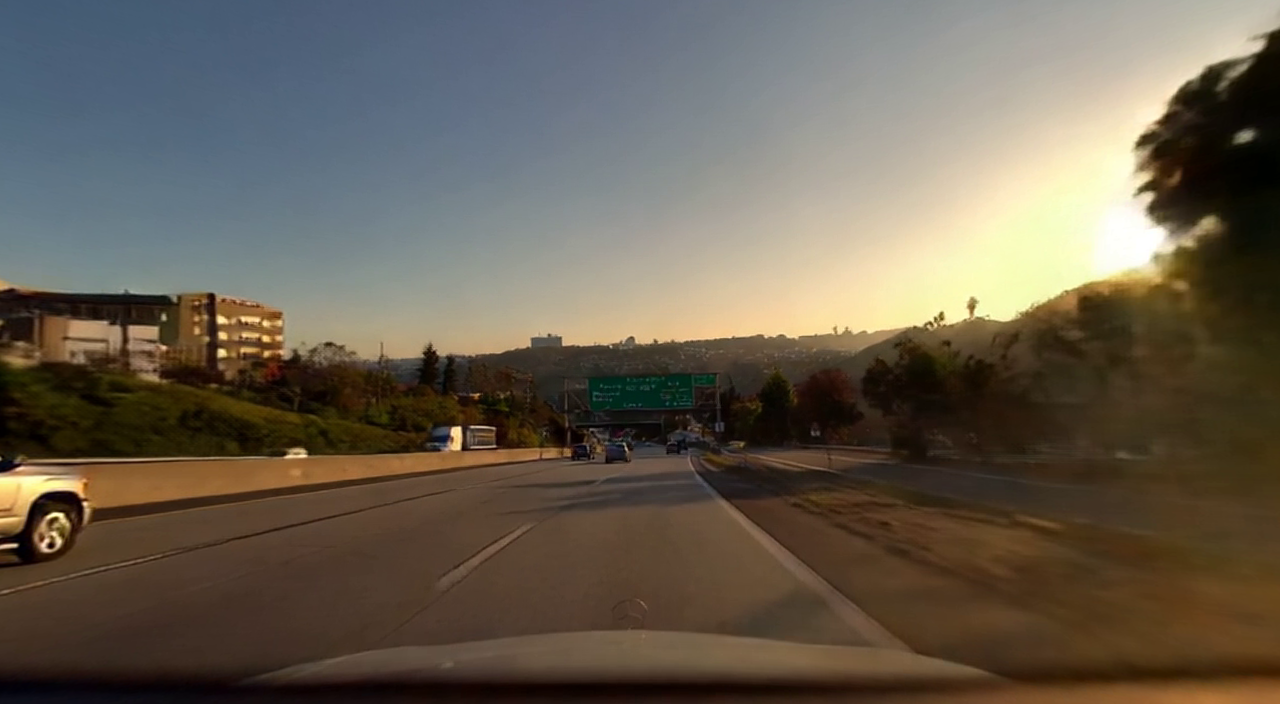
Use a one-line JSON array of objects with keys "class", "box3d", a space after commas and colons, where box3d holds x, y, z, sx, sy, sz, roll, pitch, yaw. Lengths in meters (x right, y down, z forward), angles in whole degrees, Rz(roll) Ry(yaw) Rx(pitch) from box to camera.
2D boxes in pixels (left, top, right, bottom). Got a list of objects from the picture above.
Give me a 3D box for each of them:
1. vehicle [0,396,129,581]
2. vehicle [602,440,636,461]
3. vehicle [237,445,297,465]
[{"class": "vehicle", "box3d": [-6.661, 1.060, 4.514, 1.923, 1.630, 4.857, 0, -8, 0]}, {"class": "vehicle", "box3d": [-1.504, 7.295, 46.844, 2.112, 1.489, 4.266, -1, -8, 4]}, {"class": "vehicle", "box3d": [-28.548, 7.873, 48.418, 1.781, 1.462, 4.366, -1, -8, 3]}]
